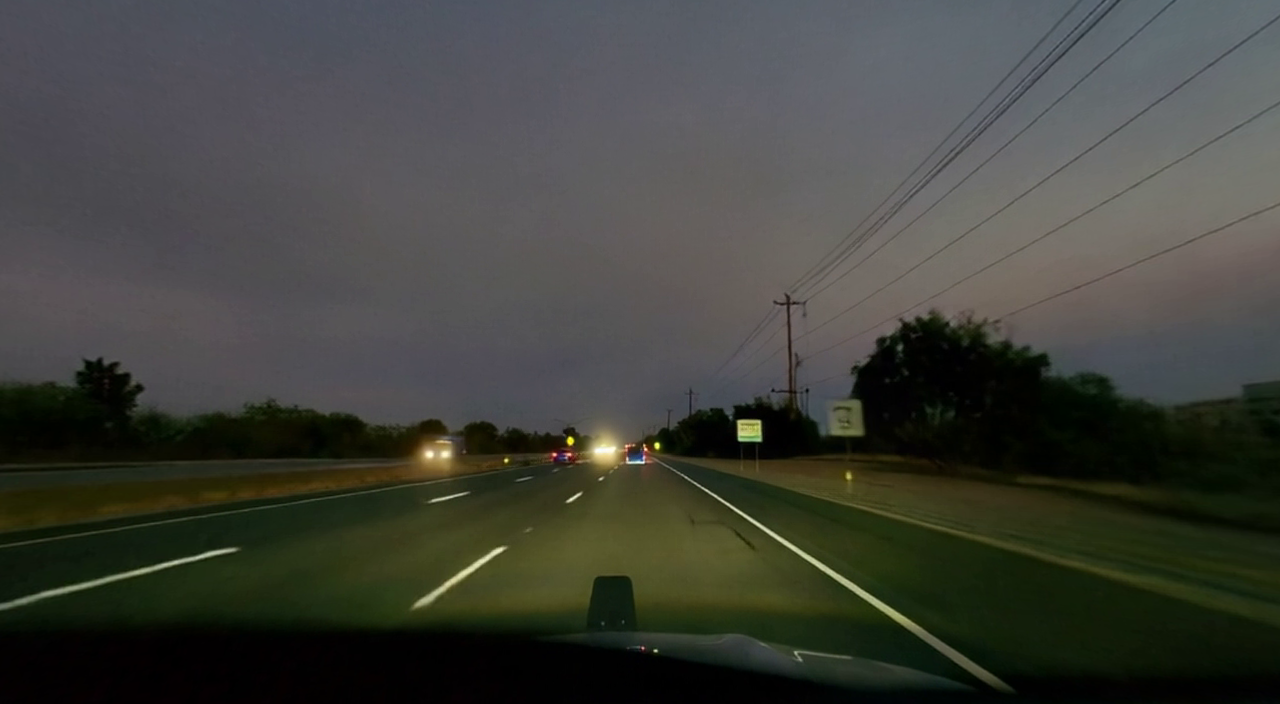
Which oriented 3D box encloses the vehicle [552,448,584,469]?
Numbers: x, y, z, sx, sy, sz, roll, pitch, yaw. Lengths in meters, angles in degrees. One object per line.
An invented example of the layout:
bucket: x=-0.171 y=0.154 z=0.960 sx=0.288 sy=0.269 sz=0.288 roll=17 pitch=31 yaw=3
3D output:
vehicle: x=-5.448 y=8.111 z=48.215 sx=1.911 sy=1.491 sz=3.624 roll=-1 pitch=-9 yaw=2
